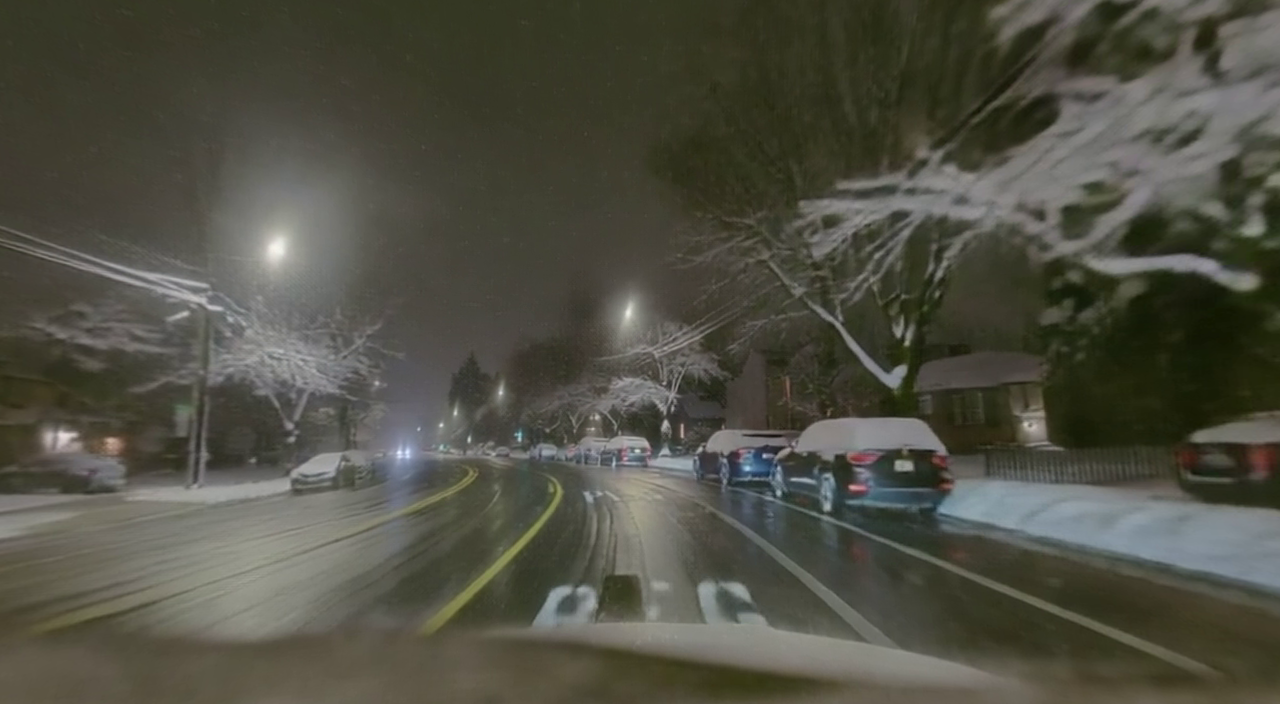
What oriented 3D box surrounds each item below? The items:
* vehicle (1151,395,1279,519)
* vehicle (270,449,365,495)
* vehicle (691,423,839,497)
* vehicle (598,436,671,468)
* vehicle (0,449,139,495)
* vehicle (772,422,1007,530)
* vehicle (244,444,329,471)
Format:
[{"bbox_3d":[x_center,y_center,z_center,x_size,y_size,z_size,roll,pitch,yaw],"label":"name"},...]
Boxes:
[{"bbox_3d":[11.746,1.529,10.360,4.882,1.766,2.040,-4,-8,-4],"label":"vehicle"},{"bbox_3d":[-13.424,4.960,26.532,2.292,1.499,4.661,-4,-7,-11],"label":"vehicle"},{"bbox_3d":[3.746,3.435,20.644,2.402,1.889,6.910,5,-9,-9],"label":"vehicle"},{"bbox_3d":[-0.543,6.219,39.274,2.723,1.785,7.174,2,-9,-16],"label":"vehicle"},{"bbox_3d":[-20.965,4.311,23.067,1.942,1.464,4.537,2,-9,-9],"label":"vehicle"},{"bbox_3d":[4.802,2.490,13.594,1.954,1.732,6.409,1,-8,-6],"label":"vehicle"},{"bbox_3d":[-24.466,7.292,43.676,4.483,1.730,2.437,0,-8,5],"label":"vehicle"}]
